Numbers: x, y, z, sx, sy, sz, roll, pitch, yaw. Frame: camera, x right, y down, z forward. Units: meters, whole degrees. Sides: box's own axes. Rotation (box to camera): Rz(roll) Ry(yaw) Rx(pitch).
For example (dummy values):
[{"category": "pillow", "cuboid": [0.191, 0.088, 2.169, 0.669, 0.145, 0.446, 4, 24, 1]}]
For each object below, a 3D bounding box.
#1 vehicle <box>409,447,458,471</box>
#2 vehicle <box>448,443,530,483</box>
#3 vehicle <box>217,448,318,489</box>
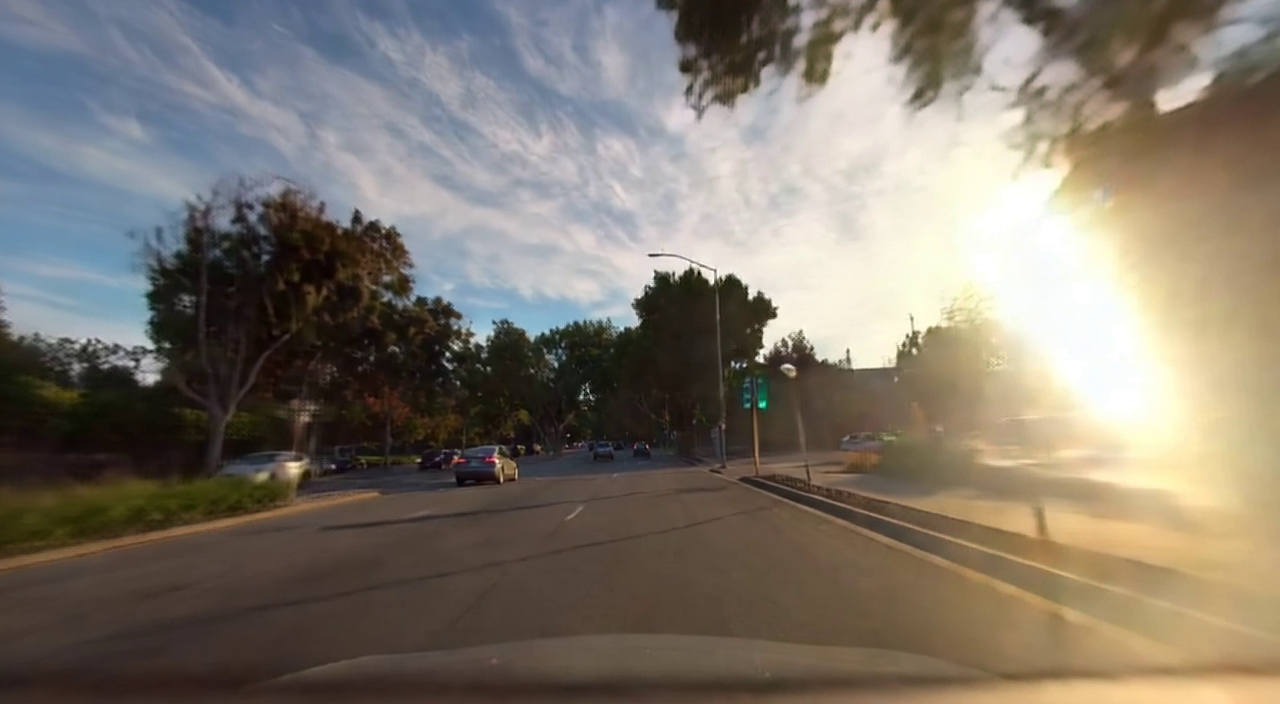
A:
[{"category": "vehicle", "cuboid": [-13.630, 7.055, 41.842, 1.937, 1.526, 4.530, 0, -9, -3]}, {"category": "vehicle", "cuboid": [-5.813, 4.319, 24.873, 2.072, 1.427, 4.328, 0, -9, 1]}, {"category": "vehicle", "cuboid": [-17.589, 5.475, 30.067, 2.027, 1.773, 4.501, 0, -9, 0]}]
